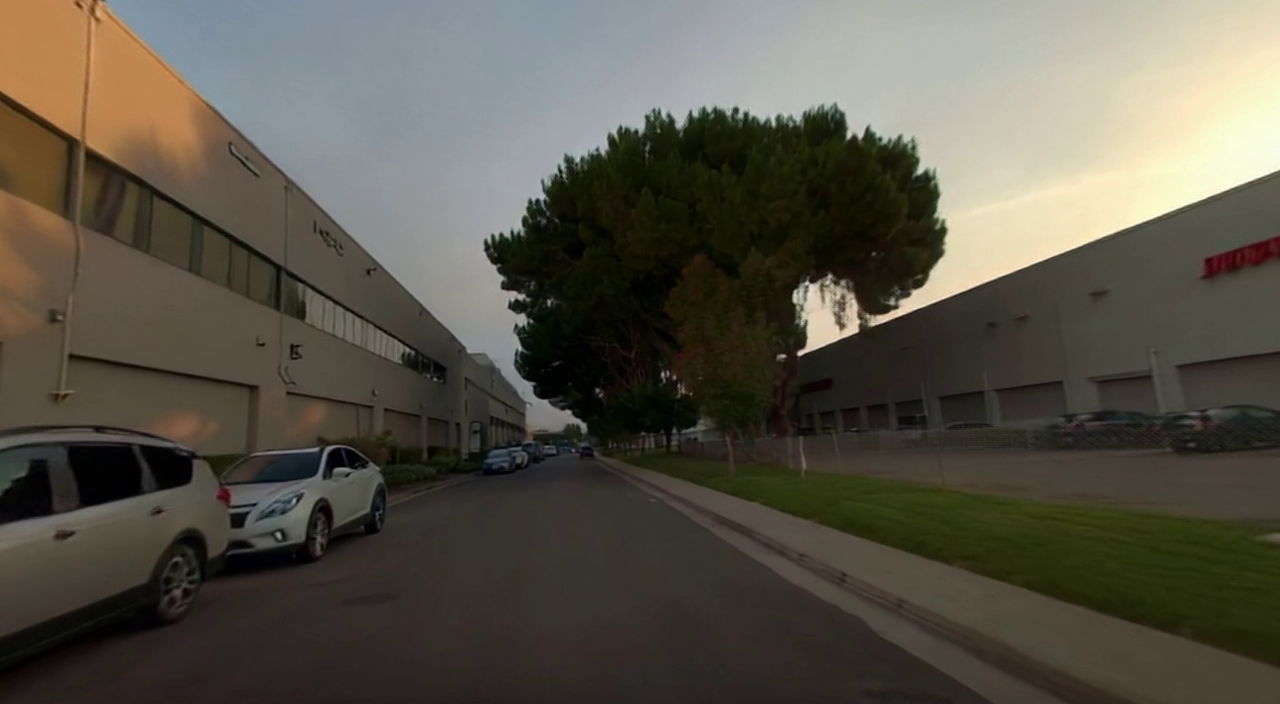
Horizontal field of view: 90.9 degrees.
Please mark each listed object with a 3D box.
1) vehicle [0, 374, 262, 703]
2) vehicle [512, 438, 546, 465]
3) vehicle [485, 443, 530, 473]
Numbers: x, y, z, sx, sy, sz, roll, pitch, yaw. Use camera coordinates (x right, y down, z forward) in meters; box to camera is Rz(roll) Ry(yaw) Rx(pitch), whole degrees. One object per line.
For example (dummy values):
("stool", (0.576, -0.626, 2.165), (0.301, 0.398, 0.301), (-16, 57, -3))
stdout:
("vehicle", (-4.056, 1.074, 3.289), (1.902, 1.712, 4.729), (-2, -9, -9))
("vehicle", (-8.650, 7.792, 49.293), (2.161, 1.843, 5.181), (-3, -9, -6))
("vehicle", (-7.749, 6.248, 37.285), (2.040, 1.501, 4.440), (-3, -9, -6))
